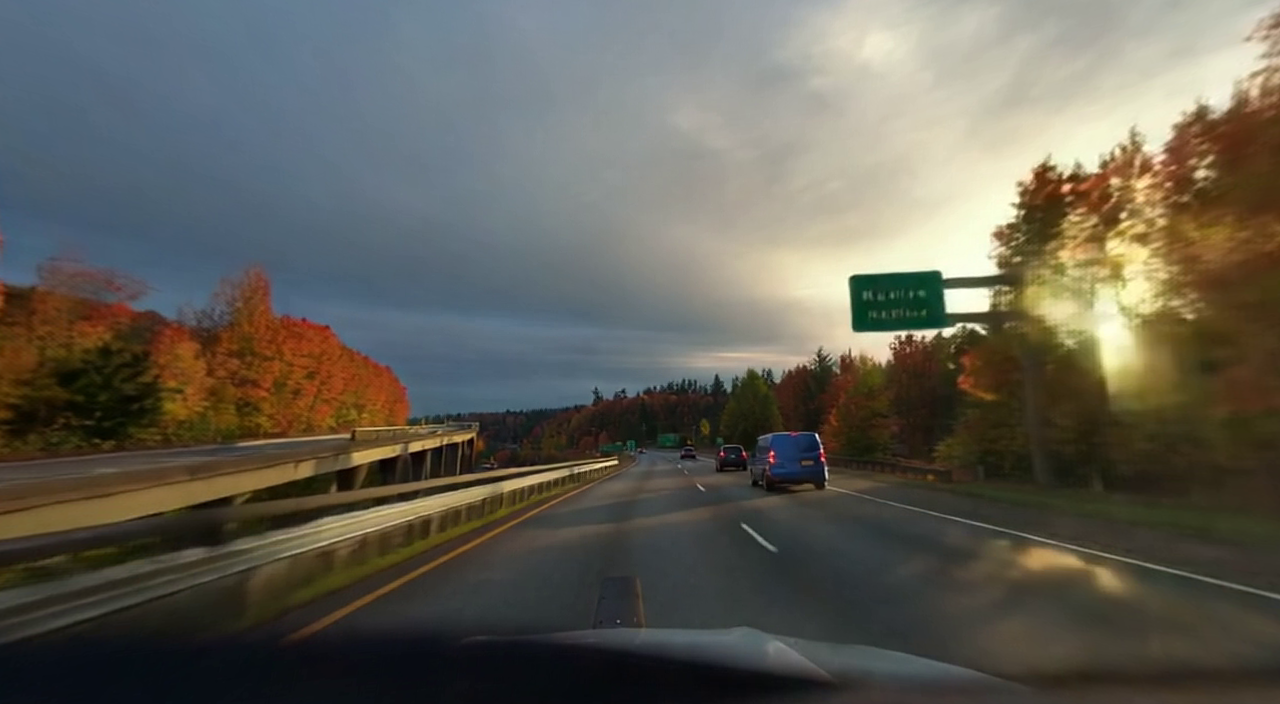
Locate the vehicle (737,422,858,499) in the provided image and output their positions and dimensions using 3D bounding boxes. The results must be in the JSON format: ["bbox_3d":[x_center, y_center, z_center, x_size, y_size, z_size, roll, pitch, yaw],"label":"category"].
[{"bbox_3d":[4.380,3.137,18.387,2.205,1.923,4.956,0,-9,0],"label":"vehicle"}]
